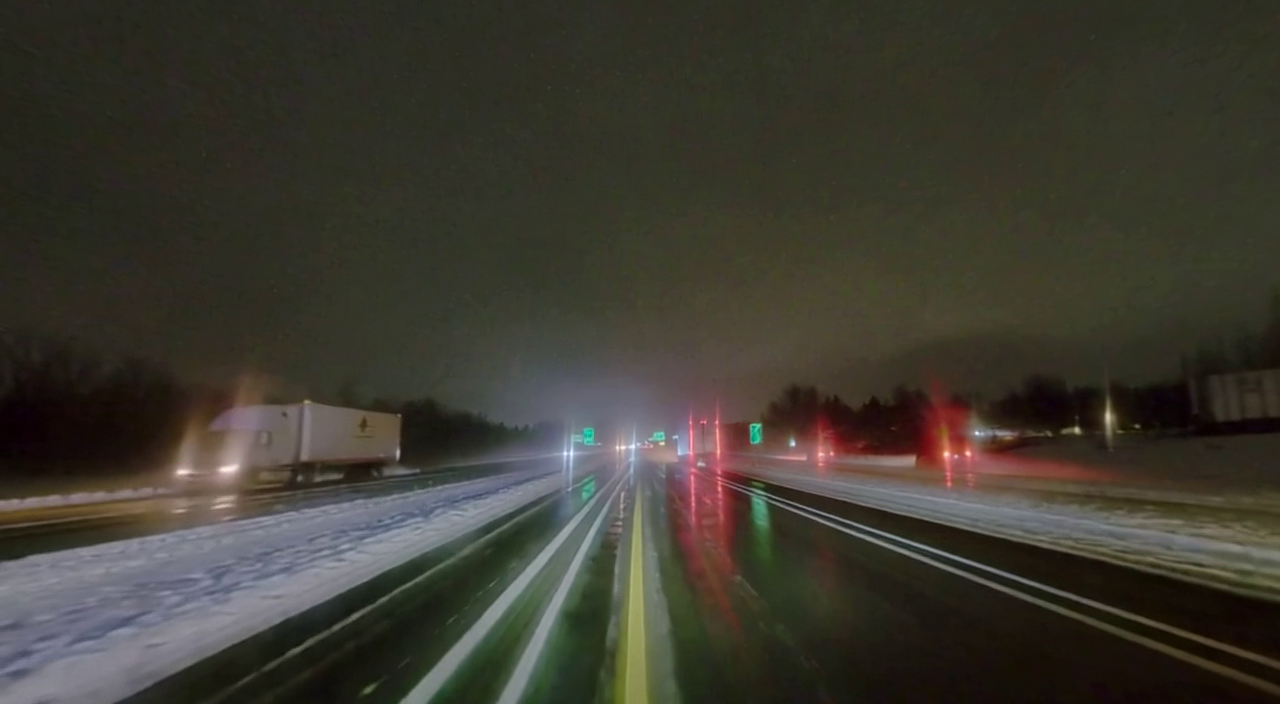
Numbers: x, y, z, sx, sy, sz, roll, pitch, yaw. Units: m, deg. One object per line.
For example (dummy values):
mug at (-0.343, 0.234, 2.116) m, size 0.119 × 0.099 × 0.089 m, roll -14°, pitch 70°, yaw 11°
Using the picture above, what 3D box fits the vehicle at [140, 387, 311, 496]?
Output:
vehicle at (-17.092, 3.784, 26.626) m, size 2.941 × 4.060 × 5.864 m, roll 0°, pitch -9°, yaw 0°
